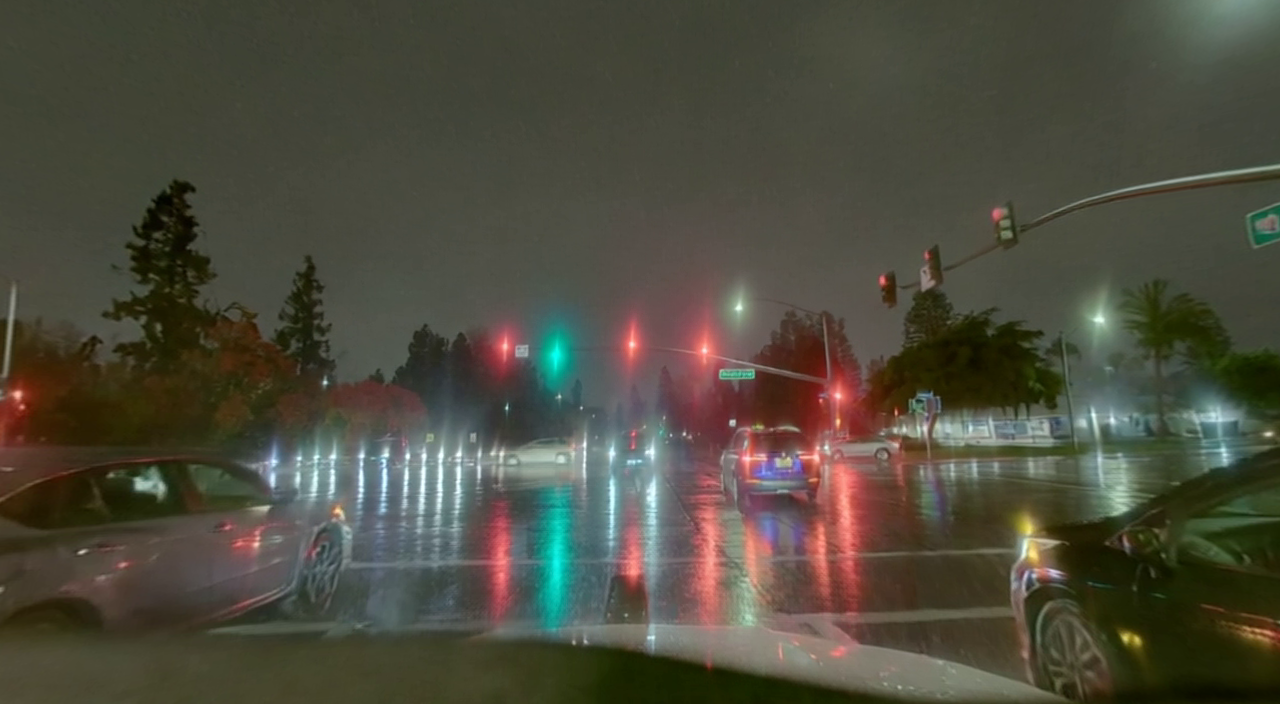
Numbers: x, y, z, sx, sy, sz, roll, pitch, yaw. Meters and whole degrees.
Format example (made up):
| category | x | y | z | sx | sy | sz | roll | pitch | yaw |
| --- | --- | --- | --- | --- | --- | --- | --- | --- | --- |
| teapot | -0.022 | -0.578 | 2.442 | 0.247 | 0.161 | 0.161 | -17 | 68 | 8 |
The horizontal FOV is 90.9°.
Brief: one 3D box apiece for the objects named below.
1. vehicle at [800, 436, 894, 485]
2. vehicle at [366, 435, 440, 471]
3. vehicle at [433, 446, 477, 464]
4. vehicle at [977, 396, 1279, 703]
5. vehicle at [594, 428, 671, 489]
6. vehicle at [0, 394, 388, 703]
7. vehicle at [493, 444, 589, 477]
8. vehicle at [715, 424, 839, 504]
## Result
| category | x | y | z | sx | sy | sz | roll | pitch | yaw |
| --- | --- | --- | --- | --- | --- | --- | --- | --- | --- |
| vehicle | 6.717 | 3.548 | 20.950 | 1.847 | 1.432 | 4.039 | -1 | -8 | 2 |
| vehicle | -13.991 | 5.957 | 37.559 | 2.196 | 1.961 | 5.359 | -1 | -8 | 1 |
| vehicle | -14.026 | 7.816 | 48.039 | 1.926 | 1.325 | 4.162 | -1 | -8 | 3 |
| vehicle | 3.094 | 0.826 | 1.725 | 1.960 | 1.460 | 4.233 | 0 | -8 | 0 |
| vehicle | -0.202 | 3.377 | 20.320 | 2.215 | 1.749 | 3.976 | 0 | -8 | 1 |
| vehicle | -3.560 | 1.162 | 4.166 | 1.941 | 1.492 | 4.399 | 0 | -8 | 0 |
| vehicle | -4.366 | 4.832 | 28.213 | 4.094 | 1.328 | 1.700 | 0 | -8 | -4 |
| vehicle | 3.230 | 2.748 | 15.954 | 2.097 | 1.707 | 4.461 | 0 | -8 | 0 |
